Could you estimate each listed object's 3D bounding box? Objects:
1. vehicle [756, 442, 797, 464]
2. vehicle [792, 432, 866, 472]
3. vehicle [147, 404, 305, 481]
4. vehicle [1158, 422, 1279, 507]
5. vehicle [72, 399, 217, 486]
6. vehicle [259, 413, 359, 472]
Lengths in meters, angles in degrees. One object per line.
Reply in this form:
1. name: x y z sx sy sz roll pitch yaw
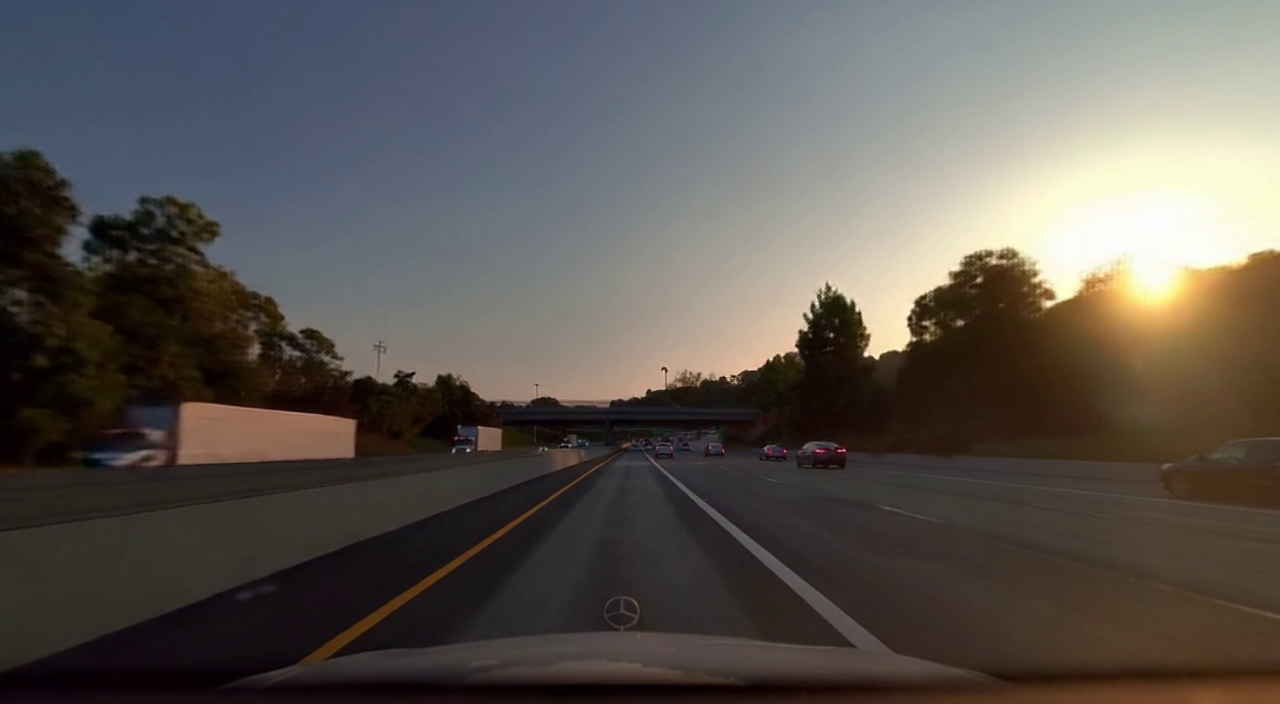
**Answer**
1. vehicle: 10.049 7.459 46.798 1.931 1.479 4.183 0 -8 -2
2. vehicle: 9.252 4.967 31.404 2.098 1.820 4.505 0 -8 -3
3. vehicle: -24.590 5.518 38.490 3.329 4.056 9.372 0 -8 -1
4. vehicle: 13.922 2.372 13.460 1.957 1.709 4.387 0 -8 -1
5. vehicle: -24.381 4.501 31.444 3.265 3.955 4.517 0 -8 -1
6. vehicle: -24.800 6.870 48.022 2.858 4.053 8.915 0 -8 -1
